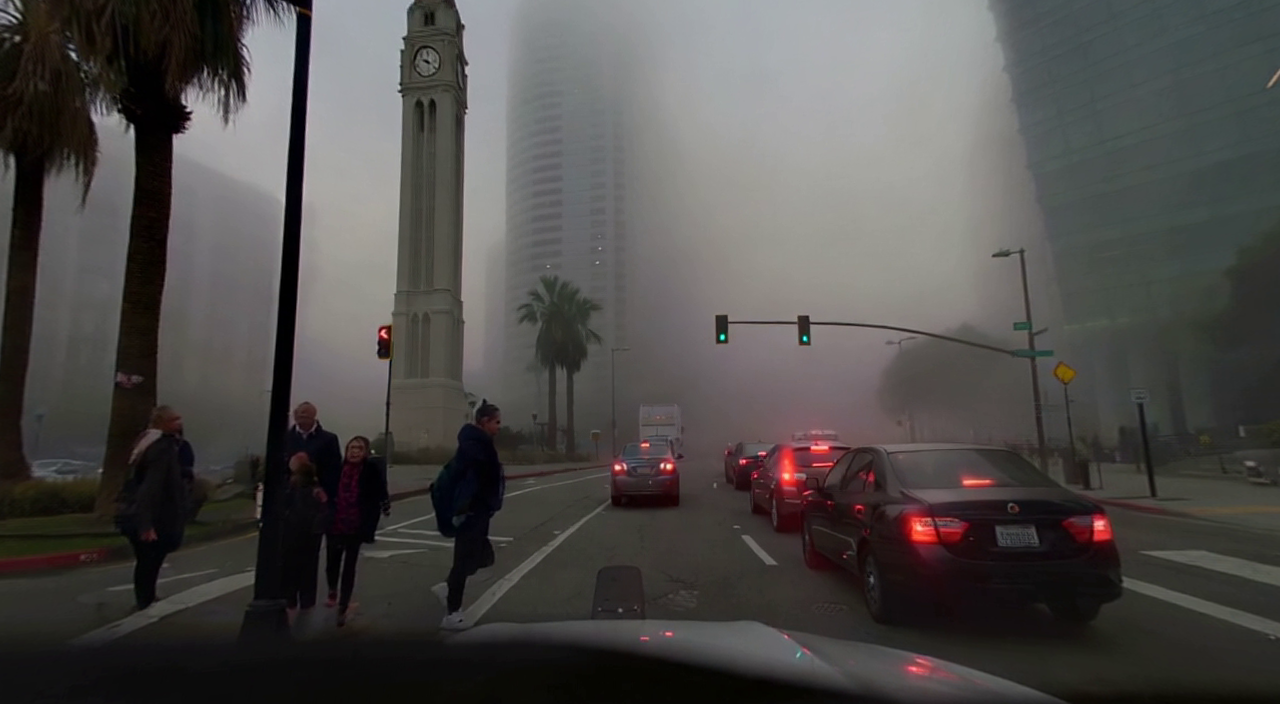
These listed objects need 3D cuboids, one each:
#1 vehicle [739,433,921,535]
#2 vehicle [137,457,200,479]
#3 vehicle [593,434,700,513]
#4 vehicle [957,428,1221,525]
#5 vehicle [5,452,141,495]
[{"bbox_3d":[3.123,2.257,11.442,1.913,1.469,4.425,0,-9,0],"label":"vehicle"},{"bbox_3d":[-36.836,9.042,49.273,1.700,1.527,4.445,1,-9,-4],"label":"vehicle"},{"bbox_3d":[0.157,2.618,14.003,2.048,1.503,3.681,0,-9,1],"label":"vehicle"},{"bbox_3d":[8.171,2.280,12.088,1.859,1.508,4.259,0,-9,-1],"label":"vehicle"},{"bbox_3d":[-26.698,5.709,29.931,2.105,1.793,4.812,0,-9,-3],"label":"vehicle"}]
